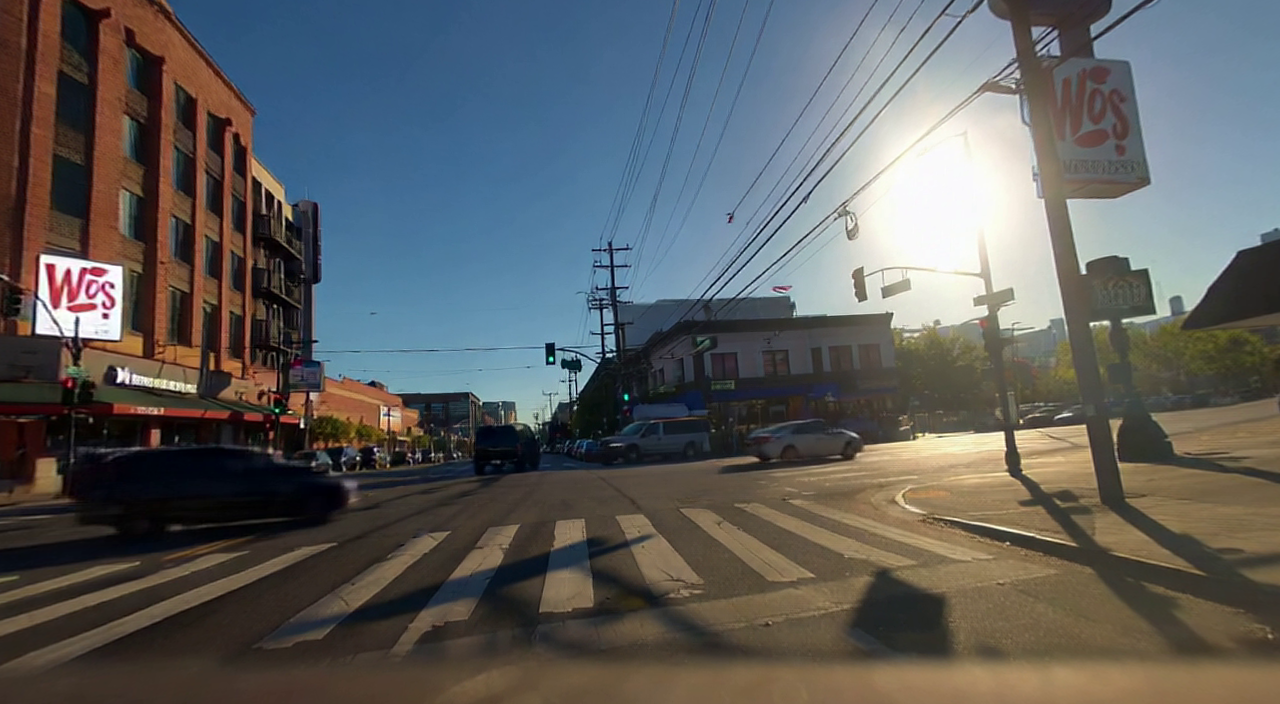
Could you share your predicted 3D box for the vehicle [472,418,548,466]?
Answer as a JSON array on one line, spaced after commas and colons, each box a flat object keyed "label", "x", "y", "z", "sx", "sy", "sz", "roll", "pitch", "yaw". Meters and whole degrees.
[{"label": "vehicle", "x": -5.731, "y": 4.090, "z": 28.683, "sx": 2.081, "sy": 1.938, "sz": 5.603, "roll": -1, "pitch": -8, "yaw": 2}]

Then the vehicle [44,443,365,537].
[{"label": "vehicle", "x": -8.044, "y": 2.543, "z": 12.280, "sx": 4.707, "sy": 1.487, "sz": 1.907, "roll": 4, "pitch": -10, "yaw": -28}]

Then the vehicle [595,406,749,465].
[{"label": "vehicle", "x": 1.290, "y": 3.194, "z": 24.033, "sx": 5.588, "sy": 1.985, "sz": 2.374, "roll": 6, "pitch": -10, "yaw": -36}]

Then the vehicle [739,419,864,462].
[{"label": "vehicle", "x": 5.999, "y": 3.290, "z": 23.407, "sx": 4.433, "sy": 1.453, "sz": 1.804, "roll": 5, "pitch": -10, "yaw": -30}]

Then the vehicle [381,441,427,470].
[{"label": "vehicle", "x": -13.901, "y": 6.015, "z": 37.099, "sx": 2.093, "sy": 1.446, "sz": 4.054, "roll": 2, "pitch": -7, "yaw": -26}]
